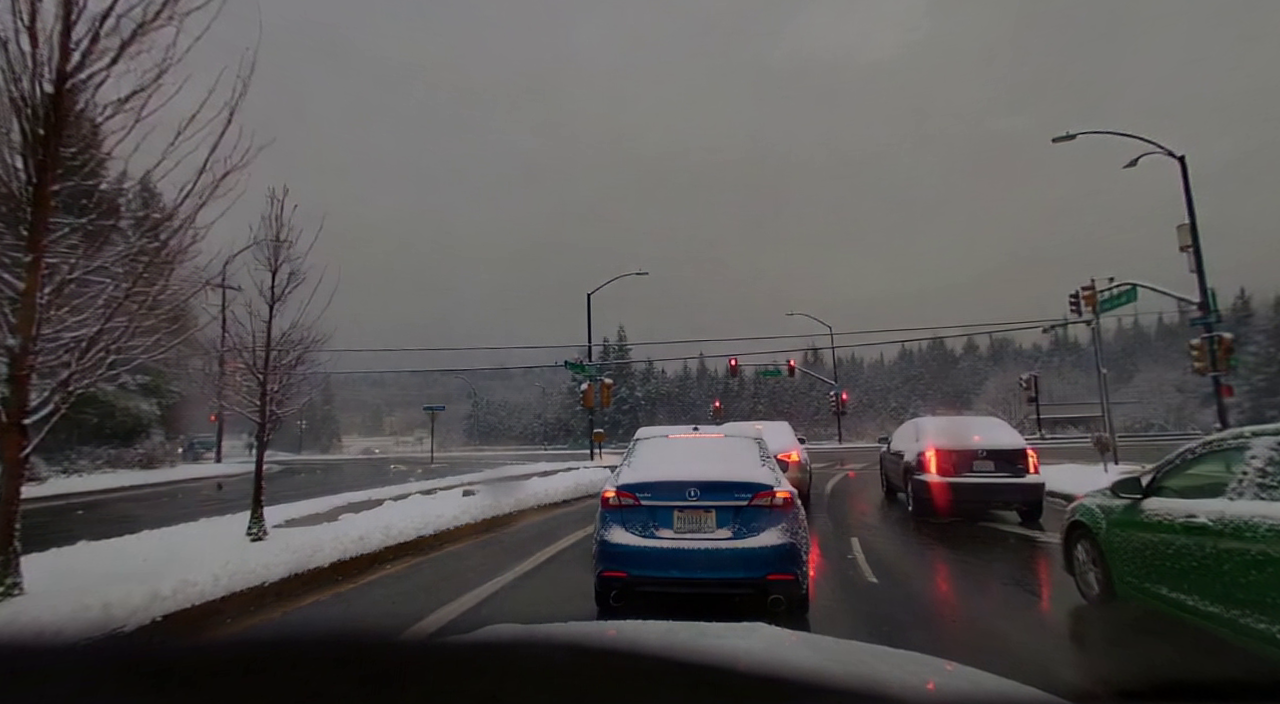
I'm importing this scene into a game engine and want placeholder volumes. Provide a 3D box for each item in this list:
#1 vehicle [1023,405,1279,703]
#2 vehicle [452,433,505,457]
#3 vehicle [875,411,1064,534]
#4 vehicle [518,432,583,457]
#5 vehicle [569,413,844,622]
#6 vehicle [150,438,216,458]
[{"bbox_3d":[4.245,1.063,3.365,1.954,1.508,4.441,-1,-8,6],"label":"vehicle"},{"bbox_3d":[-12.452,7.123,48.200,1.972,1.705,4.457,8,-11,-44],"label":"vehicle"},{"bbox_3d":[5.545,2.043,11.287,2.102,1.717,4.373,-2,-9,16],"label":"vehicle"},{"bbox_3d":[-5.948,6.103,41.549,1.932,1.573,4.509,8,-12,-44],"label":"vehicle"},{"bbox_3d":[0.858,1.497,6.688,2.052,1.483,3.928,-2,-8,12],"label":"vehicle"},{"bbox_3d":[-35.370,7.439,48.647,1.652,1.433,3.733,-7,-11,40],"label":"vehicle"}]
